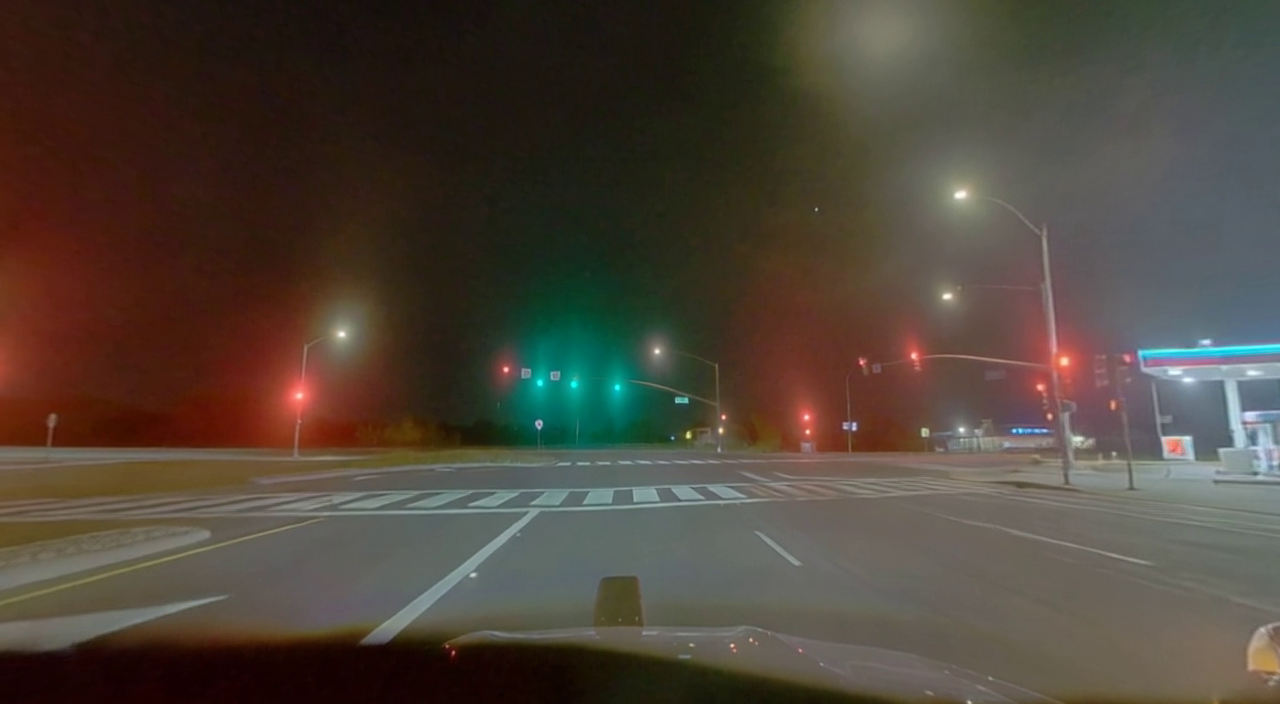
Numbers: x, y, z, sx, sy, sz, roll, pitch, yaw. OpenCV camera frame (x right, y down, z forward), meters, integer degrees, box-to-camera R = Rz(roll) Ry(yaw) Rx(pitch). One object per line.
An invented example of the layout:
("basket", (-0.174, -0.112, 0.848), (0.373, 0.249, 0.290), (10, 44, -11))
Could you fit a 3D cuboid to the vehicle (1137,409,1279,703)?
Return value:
("vehicle", (3.252, 0.676, 0.530), (2.023, 1.437, 4.477), (0, -8, 0))
